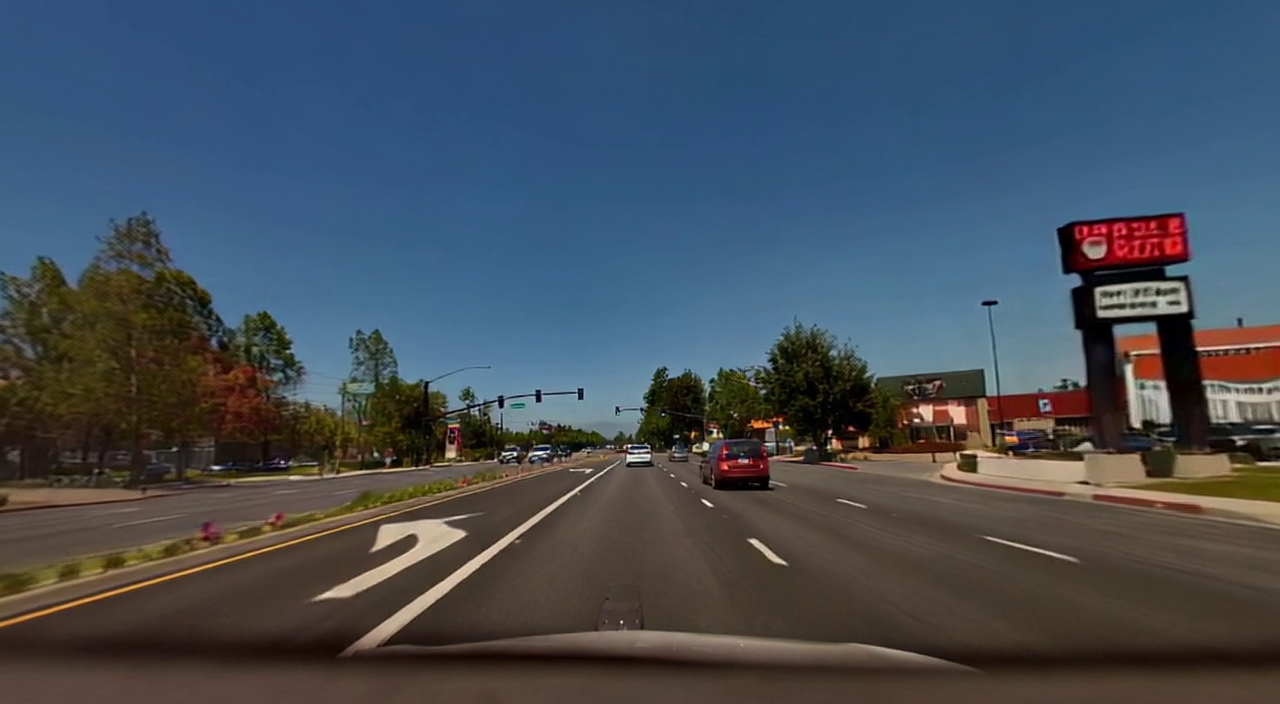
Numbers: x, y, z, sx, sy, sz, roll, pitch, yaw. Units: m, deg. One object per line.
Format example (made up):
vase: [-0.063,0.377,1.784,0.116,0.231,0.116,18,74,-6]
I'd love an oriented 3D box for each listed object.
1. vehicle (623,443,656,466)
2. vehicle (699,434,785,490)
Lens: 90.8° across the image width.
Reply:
vehicle: [-0.055,7.005,43.152,2.135,1.468,4.076,0,-8,-1]
vehicle: [3.261,3.633,21.166,2.022,1.643,4.326,0,-8,-2]
